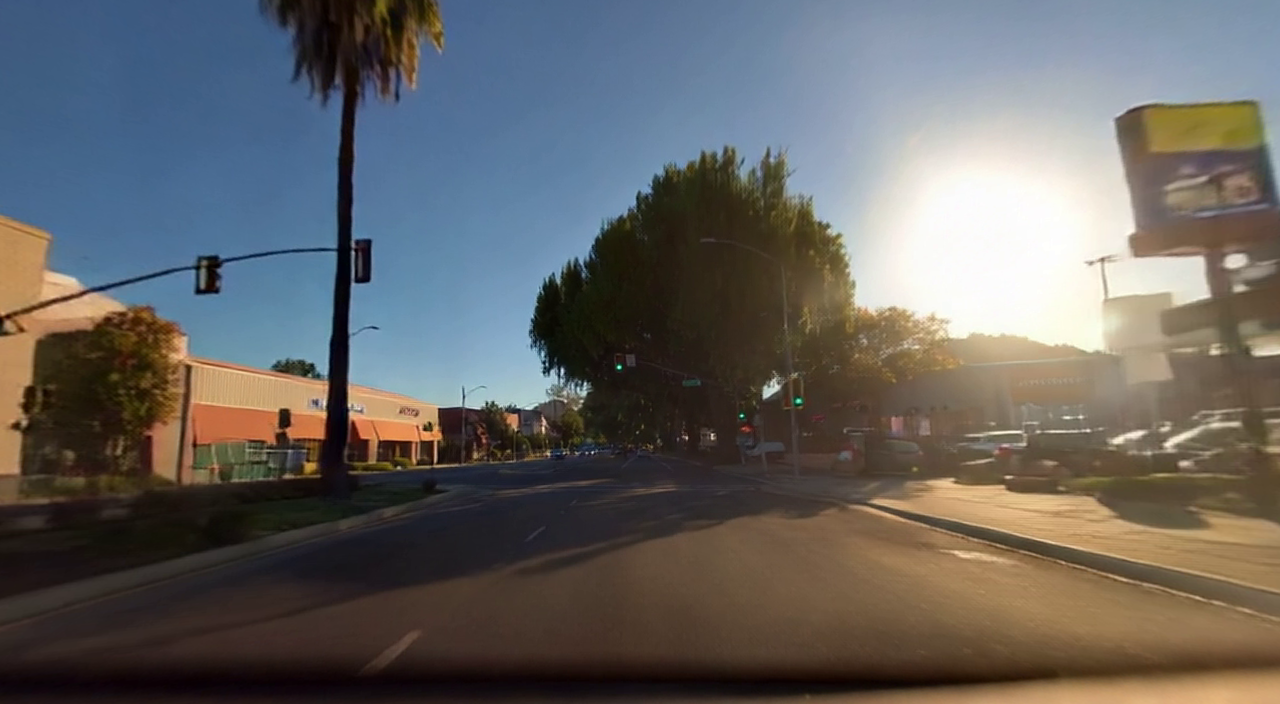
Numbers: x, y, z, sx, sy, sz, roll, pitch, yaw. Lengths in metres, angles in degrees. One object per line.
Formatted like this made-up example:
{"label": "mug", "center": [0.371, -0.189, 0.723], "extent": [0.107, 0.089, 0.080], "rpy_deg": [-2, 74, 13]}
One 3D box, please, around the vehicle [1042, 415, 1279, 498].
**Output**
{"label": "vehicle", "center": [11.540, 2.264, 13.691], "extent": [4.273, 1.628, 1.865], "rpy_deg": [0, -10, -4]}
